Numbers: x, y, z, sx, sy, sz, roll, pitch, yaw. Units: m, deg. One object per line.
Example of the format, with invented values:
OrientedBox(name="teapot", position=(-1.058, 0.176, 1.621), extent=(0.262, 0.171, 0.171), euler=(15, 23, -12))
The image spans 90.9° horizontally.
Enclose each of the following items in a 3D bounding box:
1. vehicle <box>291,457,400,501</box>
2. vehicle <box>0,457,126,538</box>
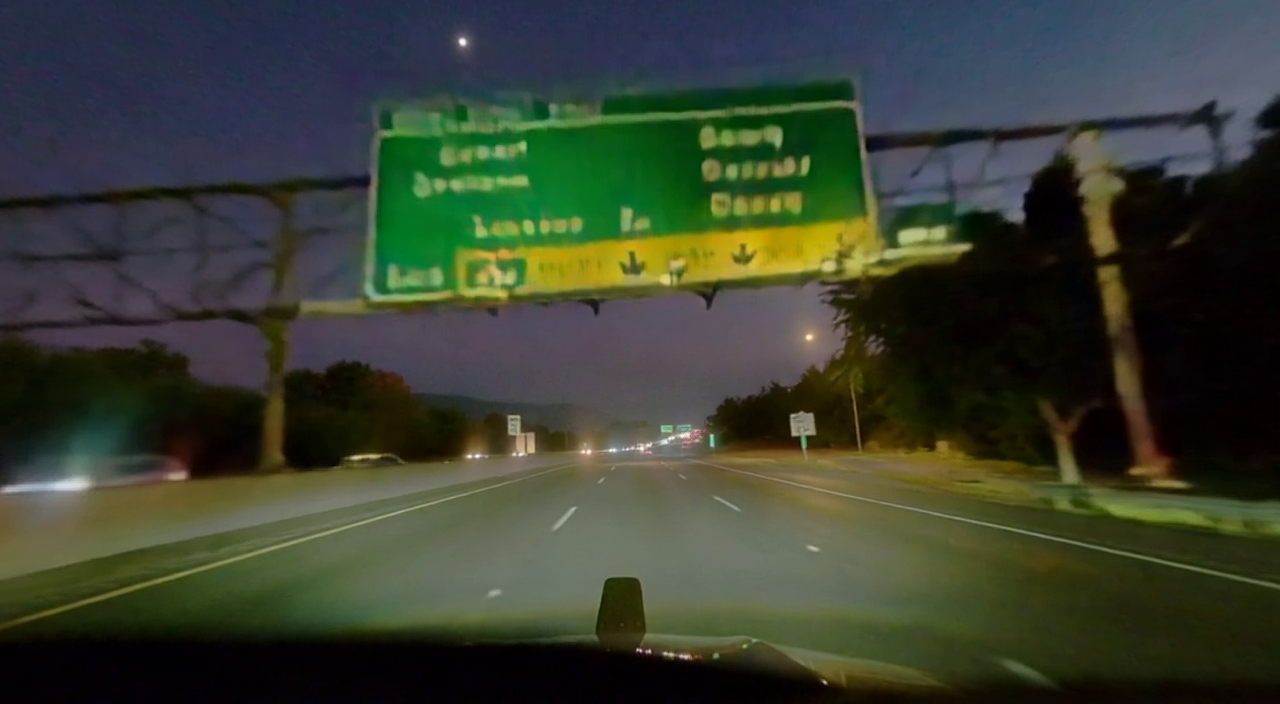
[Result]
OrientedBox(name="vehicle", position=(-11.252, 4.868, 24.527), extent=(1.996, 1.473, 4.598), euler=(0, -9, 0))
OrientedBox(name="vehicle", position=(-14.572, 3.277, 14.355), extent=(1.983, 1.652, 4.376), euler=(0, -9, 0))
